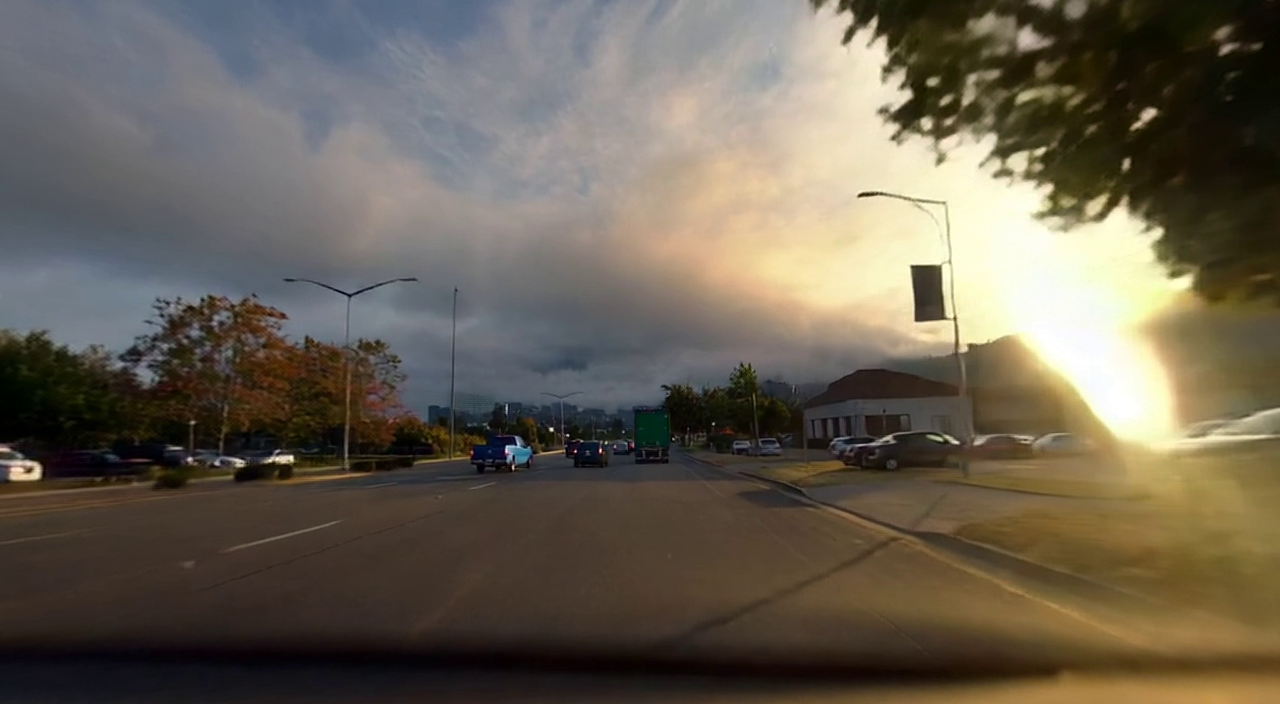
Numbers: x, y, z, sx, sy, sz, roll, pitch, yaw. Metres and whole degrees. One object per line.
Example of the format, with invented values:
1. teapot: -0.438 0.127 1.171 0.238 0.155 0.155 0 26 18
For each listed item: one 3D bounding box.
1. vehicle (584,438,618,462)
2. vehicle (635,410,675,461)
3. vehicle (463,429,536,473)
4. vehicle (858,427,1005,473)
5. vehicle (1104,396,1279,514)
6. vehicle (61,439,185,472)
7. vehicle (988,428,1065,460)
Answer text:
1. vehicle: -2.773 7.117 45.800 2.114 1.663 4.381 0 -8 2
2. vehicle: 1.096 6.639 49.864 2.905 3.644 8.441 0 -8 0
3. vehicle: -6.617 4.745 30.363 2.149 1.893 5.187 0 -8 2
4. vehicle: 10.510 3.557 22.964 4.346 1.595 1.964 0 -8 0
5. vehicle: 11.042 1.701 10.571 4.838 1.761 2.018 0 -8 1
6. vehicle: -34.082 6.838 41.695 6.188 2.110 2.333 0 -8 2
7. vehicle: 23.183 5.555 37.999 1.976 1.760 4.350 0 -8 3
